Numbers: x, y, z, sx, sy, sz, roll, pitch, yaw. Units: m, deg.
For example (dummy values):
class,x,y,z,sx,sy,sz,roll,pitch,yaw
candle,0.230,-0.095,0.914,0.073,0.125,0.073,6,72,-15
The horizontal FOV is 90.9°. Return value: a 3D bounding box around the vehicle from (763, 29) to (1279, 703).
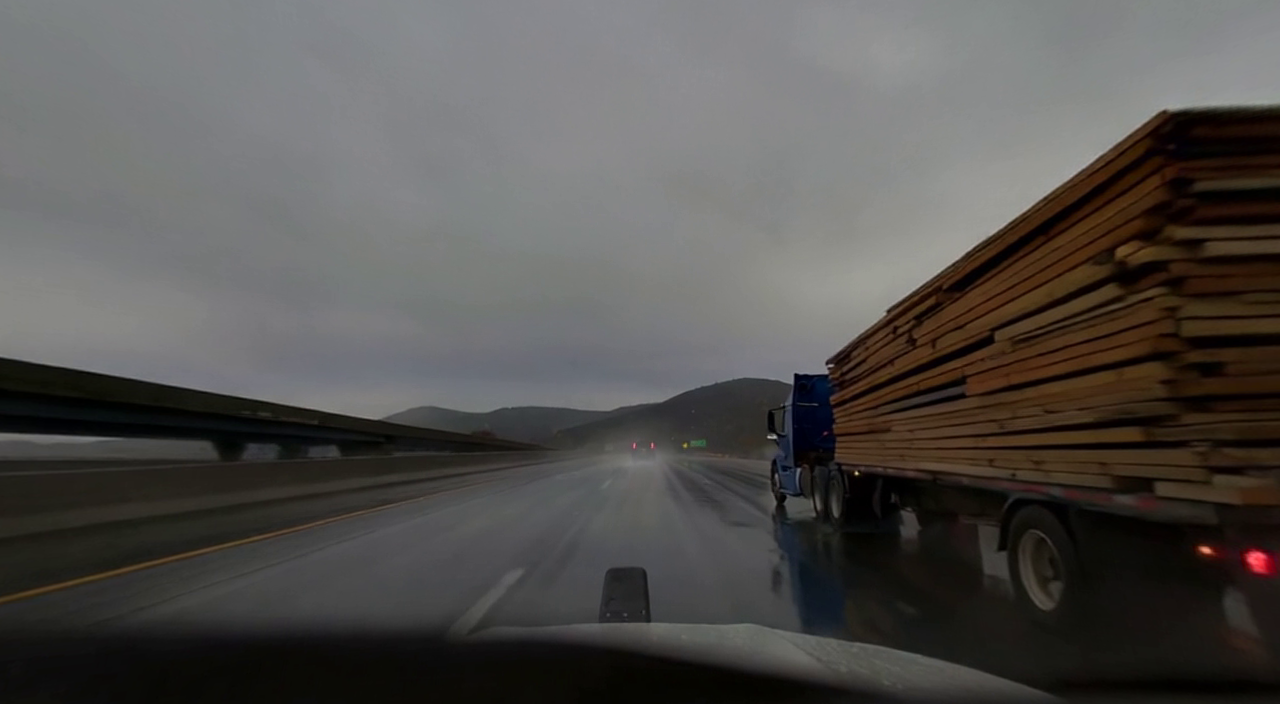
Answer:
class,x,y,z,sx,sy,sz,roll,pitch,yaw
vehicle,4.170,1.029,7.527,3.326,3.089,10.642,0,-9,0
